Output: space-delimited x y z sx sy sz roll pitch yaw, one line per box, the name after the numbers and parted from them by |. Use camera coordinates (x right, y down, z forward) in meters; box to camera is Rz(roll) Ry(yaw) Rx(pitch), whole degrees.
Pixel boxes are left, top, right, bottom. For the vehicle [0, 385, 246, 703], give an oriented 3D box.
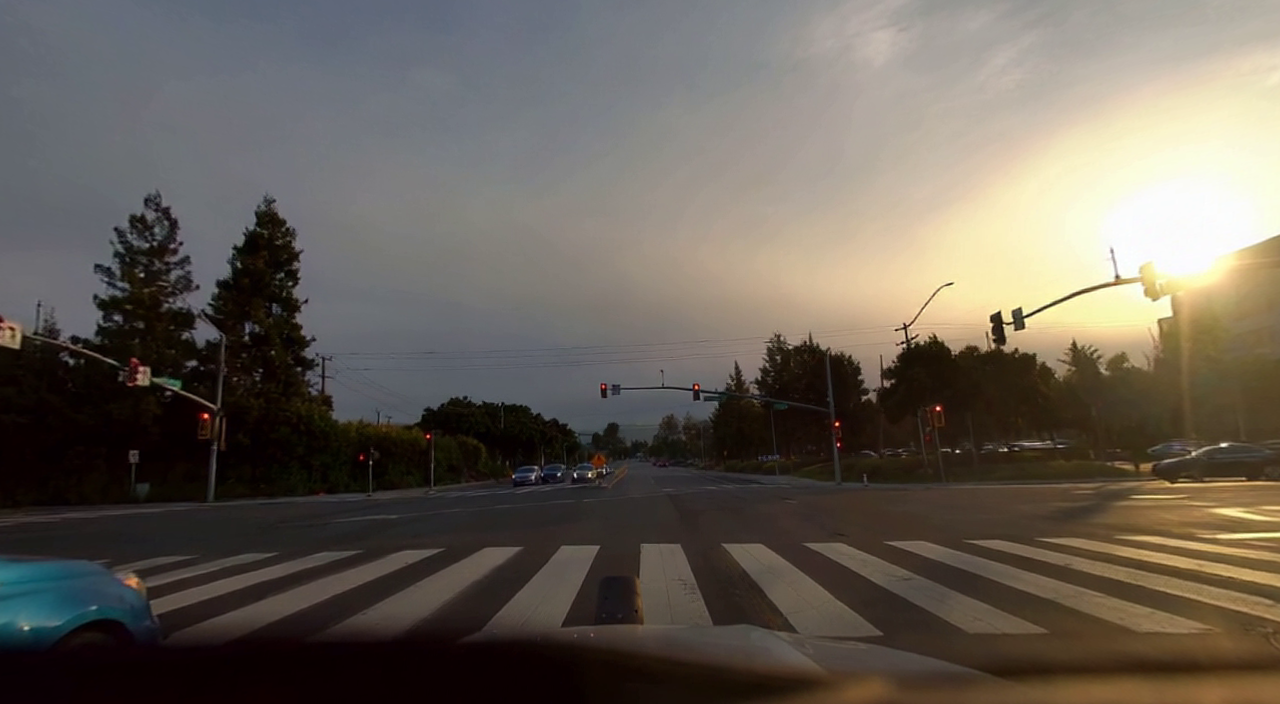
-2.995 0.762 1.251 1.969 1.513 3.773 0 -8 0 | vehicle

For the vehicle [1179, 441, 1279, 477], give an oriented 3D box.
25.676 4.479 26.590 4.347 1.411 1.784 0 -8 -3 | vehicle

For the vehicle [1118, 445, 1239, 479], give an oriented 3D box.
25.097 5.093 29.532 4.123 1.469 1.790 0 -8 -5 | vehicle
